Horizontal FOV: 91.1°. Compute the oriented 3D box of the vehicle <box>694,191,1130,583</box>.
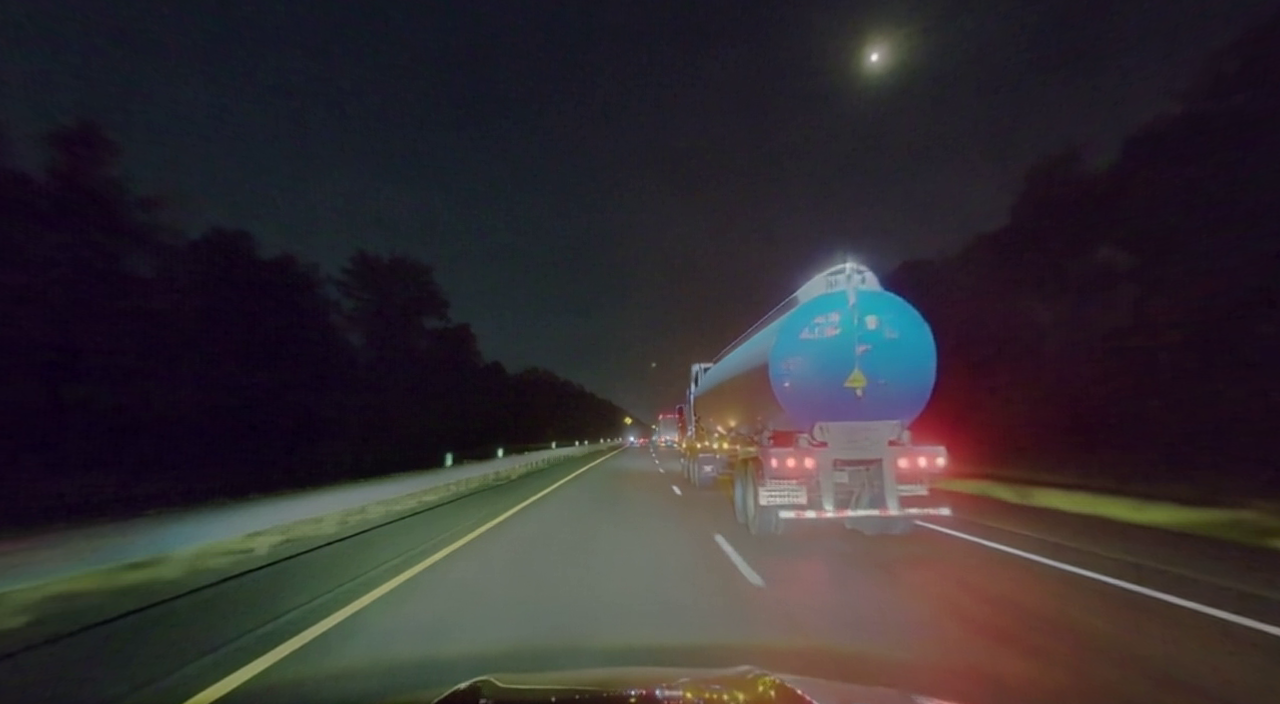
[{"bbox_3d":[2.996,1.032,11.701,2.946,3.745,11.516,0,-8,0],"label":"vehicle"}]
